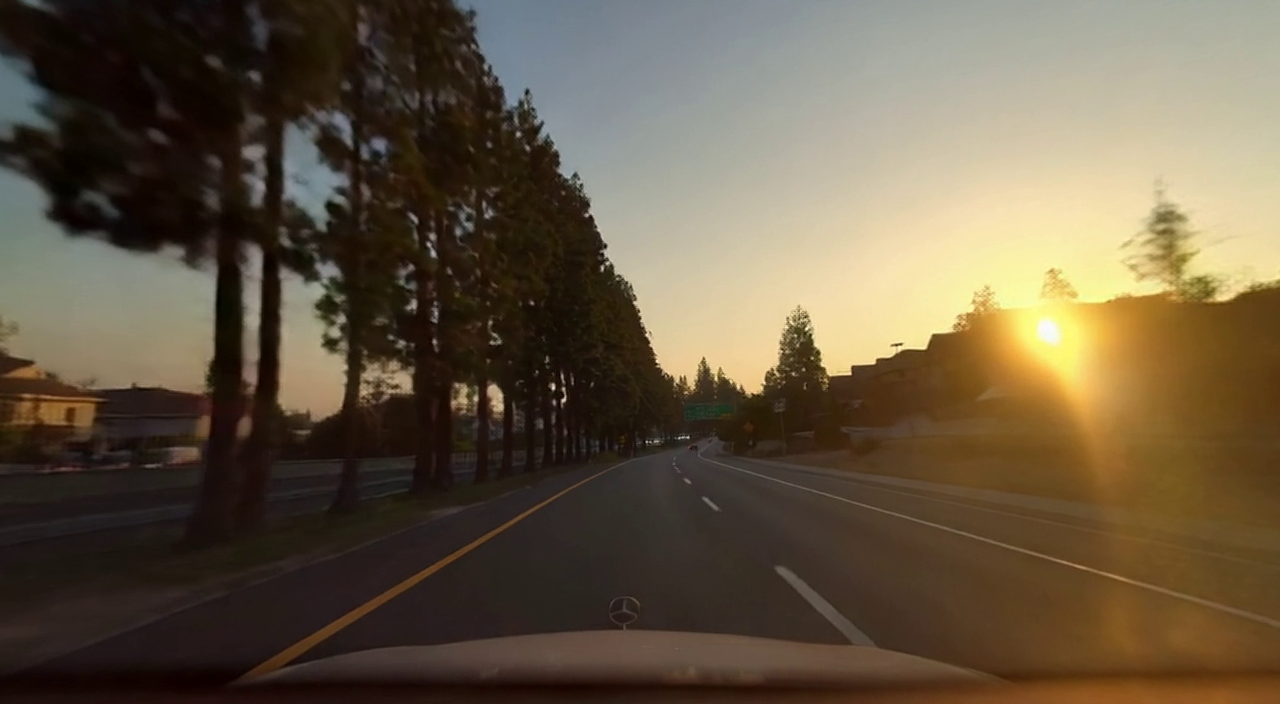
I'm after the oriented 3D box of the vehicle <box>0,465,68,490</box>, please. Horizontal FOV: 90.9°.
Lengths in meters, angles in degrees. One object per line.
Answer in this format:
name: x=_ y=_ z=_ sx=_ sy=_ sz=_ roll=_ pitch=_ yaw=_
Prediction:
vehicle: x=-45.321 y=9.311 z=47.046 sx=1.786 sy=1.577 sz=3.922 roll=-1 pitch=-8 yaw=-4
